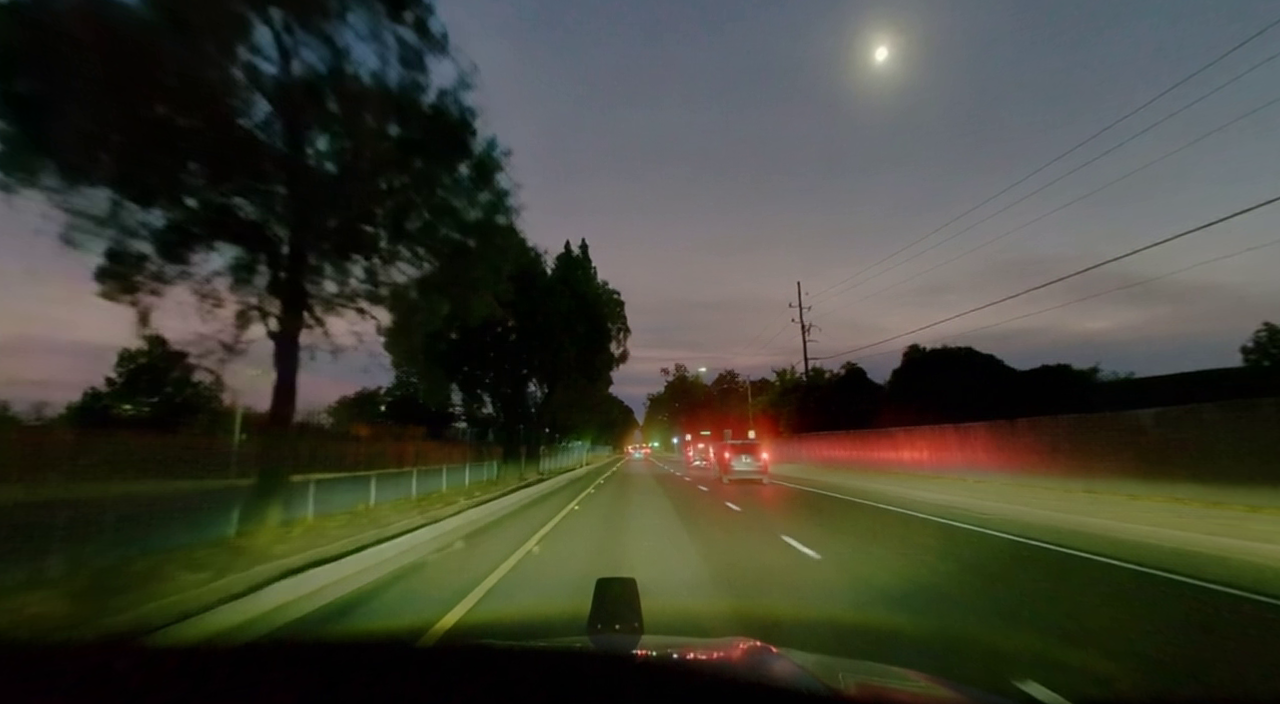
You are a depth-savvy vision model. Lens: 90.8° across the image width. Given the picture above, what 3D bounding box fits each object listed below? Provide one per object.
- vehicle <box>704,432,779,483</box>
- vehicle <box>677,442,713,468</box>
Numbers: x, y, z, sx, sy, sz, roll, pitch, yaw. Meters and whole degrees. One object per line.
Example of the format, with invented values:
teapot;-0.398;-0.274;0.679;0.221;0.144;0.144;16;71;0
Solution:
vehicle;3.976;4.237;25.564;2.112;1.825;4.574;0;-9;-2
vehicle;3.726;7.100;43.642;2.012;1.653;4.115;0;-9;-2
